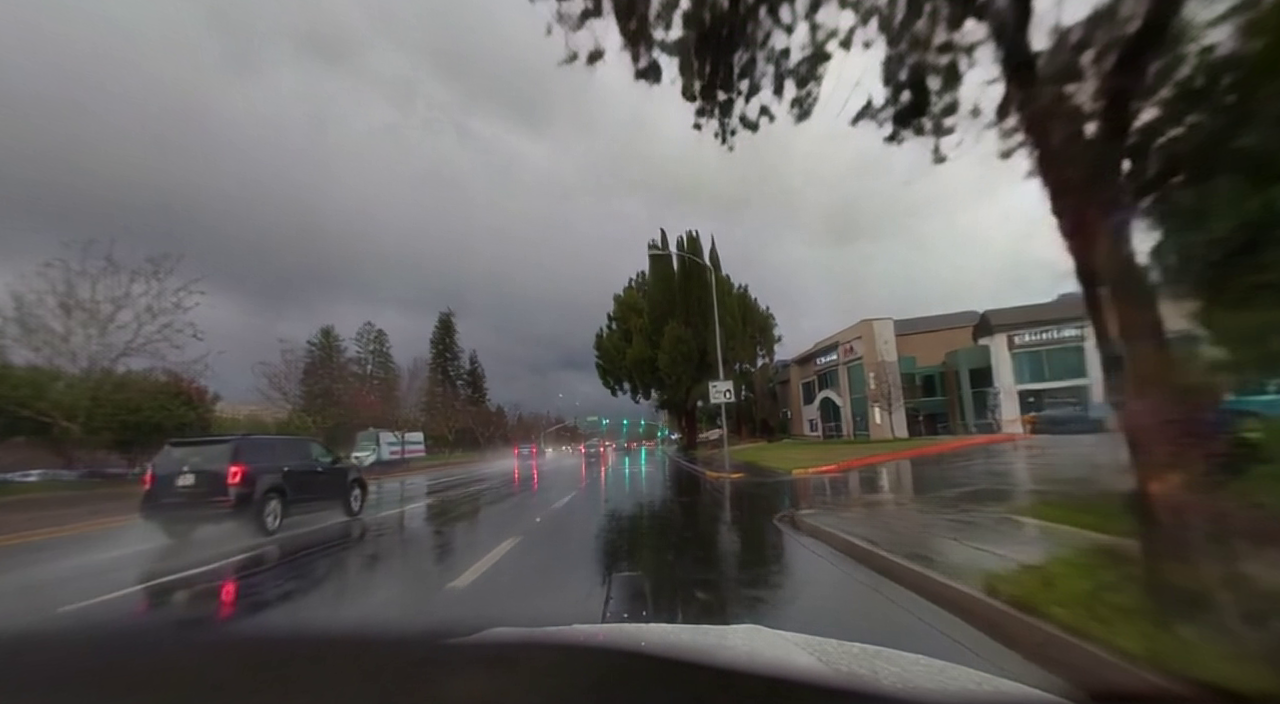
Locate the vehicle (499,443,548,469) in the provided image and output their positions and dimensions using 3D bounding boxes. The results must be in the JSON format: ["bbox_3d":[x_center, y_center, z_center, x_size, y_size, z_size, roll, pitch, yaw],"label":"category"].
[{"bbox_3d":[-6.821,6.124,37.386,2.072,1.427,4.328,0,-9,0],"label":"vehicle"}]

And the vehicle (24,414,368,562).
[{"bbox_3d":[-6.680,2.090,10.458,2.137,1.835,4.844,0,-9,0],"label":"vehicle"}]

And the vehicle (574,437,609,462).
[{"bbox_3d":[-3.273,6.687,43.220,2.100,1.661,3.837,0,-9,1],"label":"vehicle"}]
